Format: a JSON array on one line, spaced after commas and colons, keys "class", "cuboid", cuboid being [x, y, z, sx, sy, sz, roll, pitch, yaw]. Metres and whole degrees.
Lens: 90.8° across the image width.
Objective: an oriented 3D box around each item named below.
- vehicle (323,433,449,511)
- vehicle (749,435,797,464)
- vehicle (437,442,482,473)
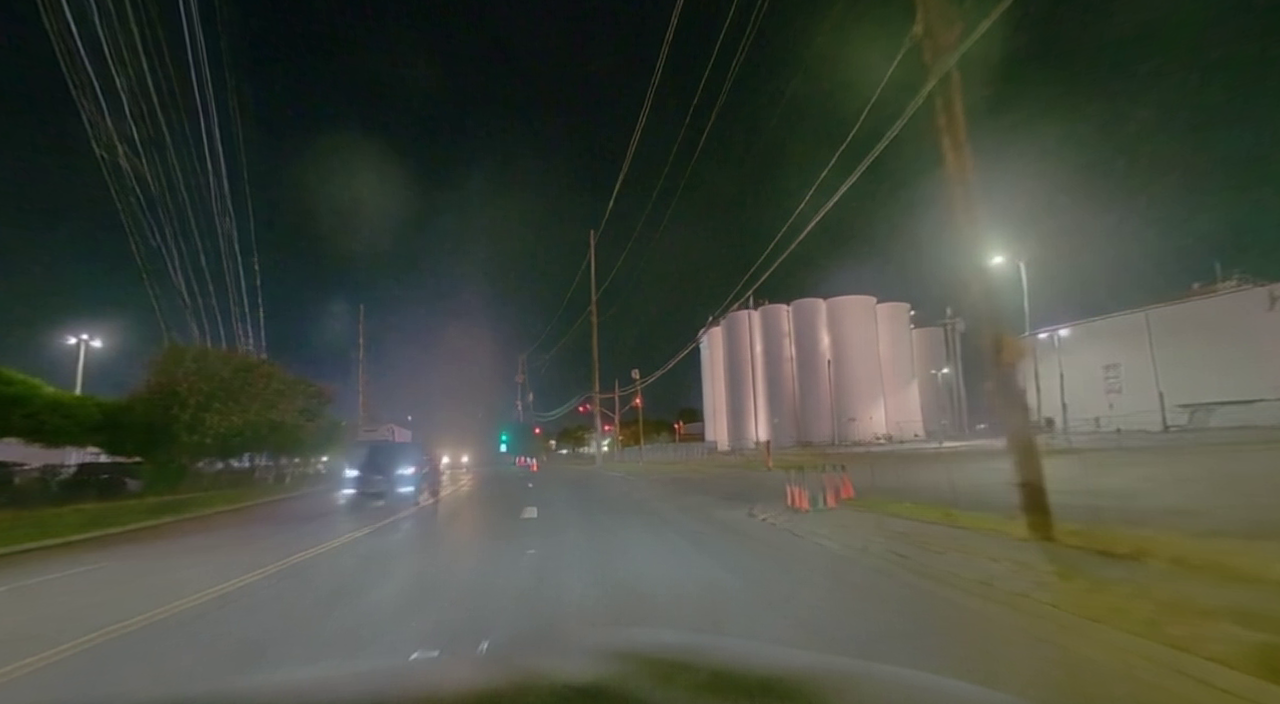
[{"class": "vehicle", "cuboid": [-6.594, 3.122, 17.024, 2.079, 1.770, 4.684, 1, -9, -9]}, {"class": "vehicle", "cuboid": [7.274, 5.396, 34.939, 1.829, 1.487, 4.352, 0, -8, 2]}, {"class": "vehicle", "cuboid": [-11.215, 6.570, 39.604, 2.282, 1.809, 5.297, 2, -9, -12]}]
